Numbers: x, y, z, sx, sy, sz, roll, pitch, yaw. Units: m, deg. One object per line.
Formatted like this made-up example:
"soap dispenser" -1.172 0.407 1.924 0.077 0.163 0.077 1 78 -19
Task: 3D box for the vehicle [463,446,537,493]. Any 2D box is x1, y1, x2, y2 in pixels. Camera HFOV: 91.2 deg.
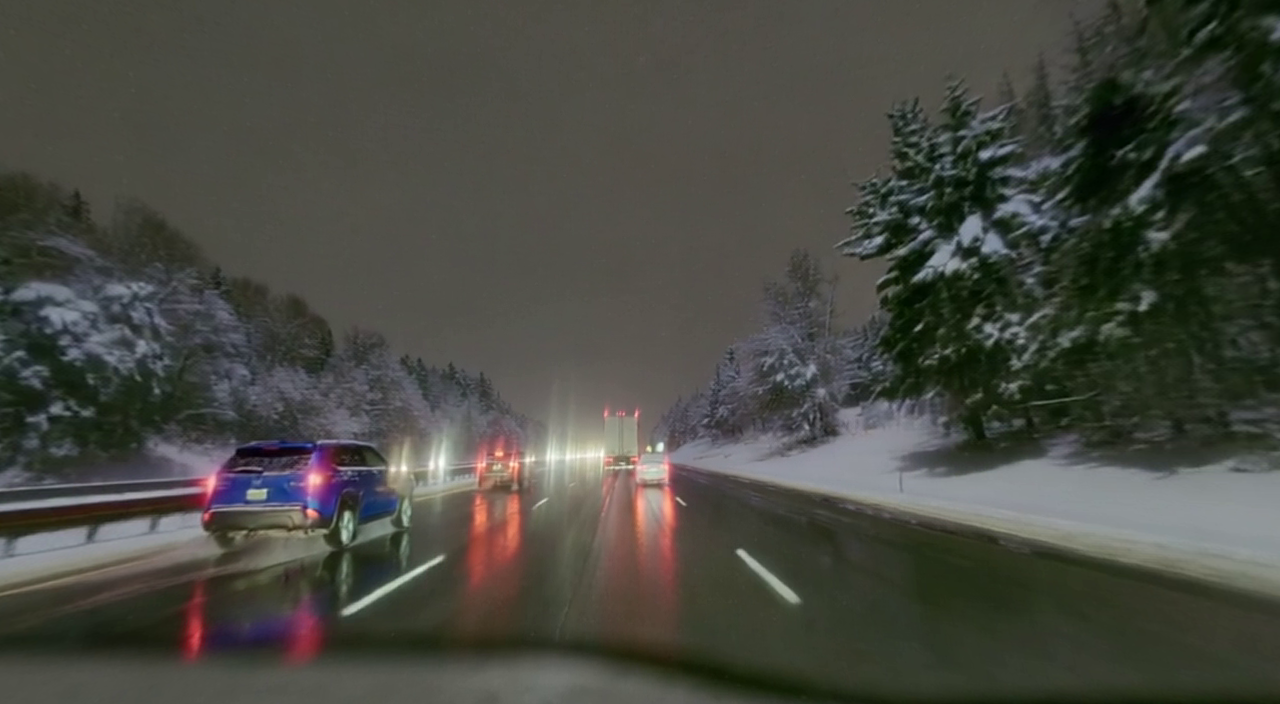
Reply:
"vehicle" -5.426 4.584 24.793 2.035 1.664 4.064 0 -9 -1

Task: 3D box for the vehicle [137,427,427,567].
"vehicle" -5.086 2.107 9.773 2.100 1.671 4.105 0 -9 -1

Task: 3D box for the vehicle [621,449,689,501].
"vehicle" 0.417 3.992 20.698 2.026 1.489 4.045 0 -9 -1

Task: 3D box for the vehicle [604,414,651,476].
"vehicle" -1.005 7.017 46.995 3.113 4.066 10.786 0 -9 -2
